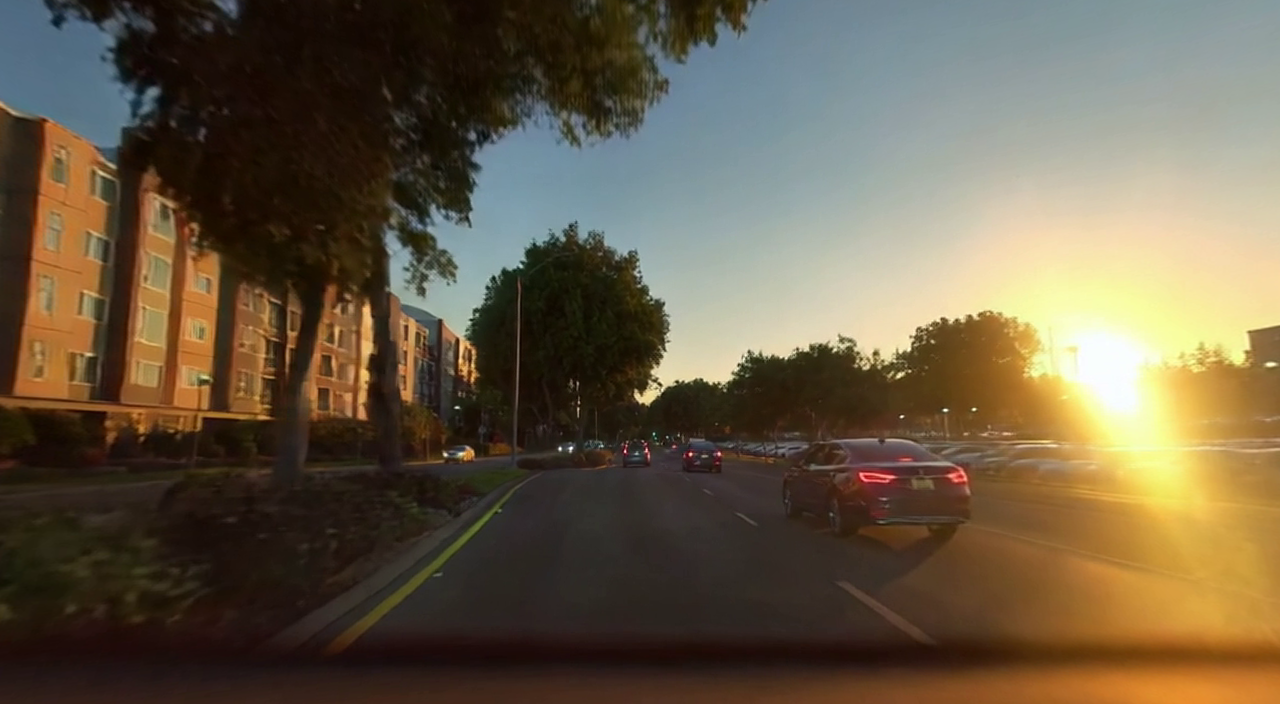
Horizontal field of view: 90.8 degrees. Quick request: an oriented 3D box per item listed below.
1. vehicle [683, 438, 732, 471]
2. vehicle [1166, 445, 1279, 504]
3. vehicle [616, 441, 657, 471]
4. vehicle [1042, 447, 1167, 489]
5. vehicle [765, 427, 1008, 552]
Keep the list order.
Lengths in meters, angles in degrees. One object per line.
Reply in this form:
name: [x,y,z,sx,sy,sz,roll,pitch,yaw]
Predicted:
vehicle: [3.528,5.472,33.881,2.041,1.611,4.426,0,-8,-1]
vehicle: [17.595,3.437,18.162,4.044,1.487,1.977,3,-9,-22]
vehicle: [-0.234,5.540,33.875,2.095,1.456,3.873,0,-8,-2]
vehicle: [17.625,4.353,23.975,4.099,1.413,1.978,4,-9,-25]
vehicle: [3.518,2.043,10.198,1.953,1.514,4.672,0,-8,-1]
